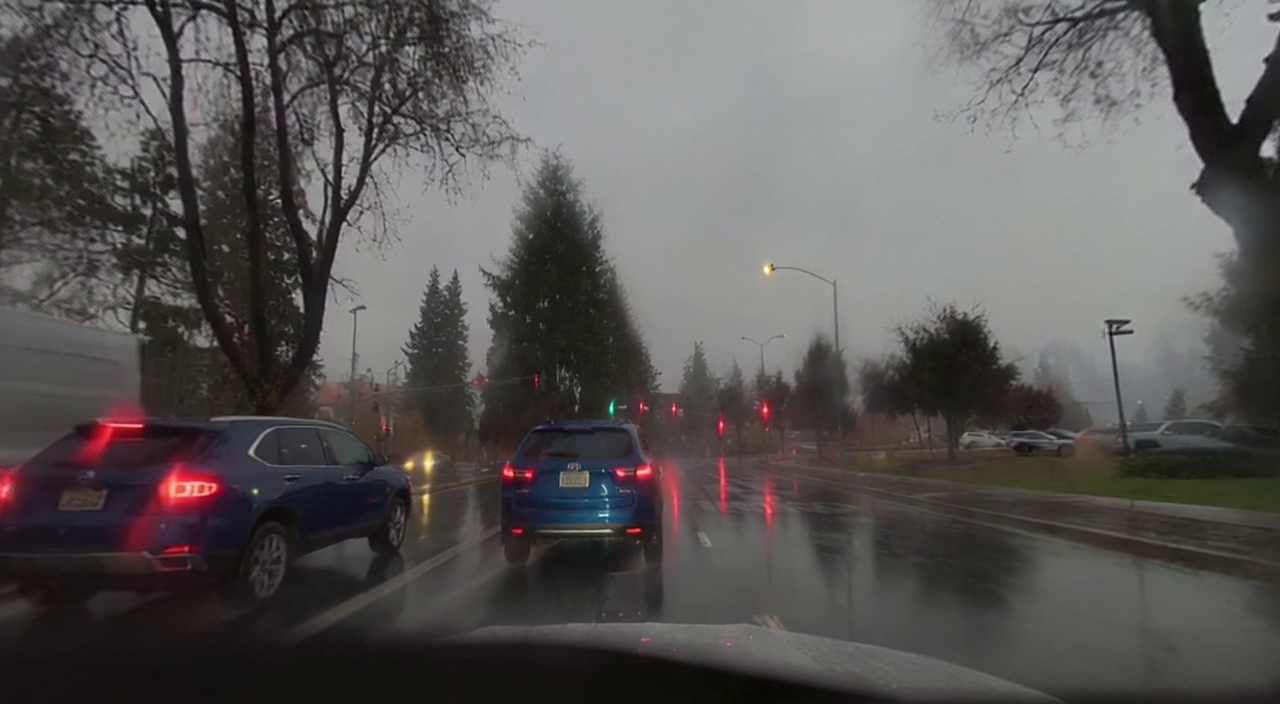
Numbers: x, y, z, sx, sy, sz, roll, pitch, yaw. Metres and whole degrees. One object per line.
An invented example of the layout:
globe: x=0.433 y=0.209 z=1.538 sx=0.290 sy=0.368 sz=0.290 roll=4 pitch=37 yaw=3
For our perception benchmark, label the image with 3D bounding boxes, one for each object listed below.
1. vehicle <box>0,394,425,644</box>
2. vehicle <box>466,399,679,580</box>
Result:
vehicle: x=-4.073 y=1.458 z=6.580 sx=2.009 sy=1.673 sz=4.454 roll=0 pitch=-8 yaw=1
vehicle: x=-0.583 y=1.740 z=8.883 sx=2.131 sy=1.793 sz=5.016 roll=0 pitch=-8 yaw=2
